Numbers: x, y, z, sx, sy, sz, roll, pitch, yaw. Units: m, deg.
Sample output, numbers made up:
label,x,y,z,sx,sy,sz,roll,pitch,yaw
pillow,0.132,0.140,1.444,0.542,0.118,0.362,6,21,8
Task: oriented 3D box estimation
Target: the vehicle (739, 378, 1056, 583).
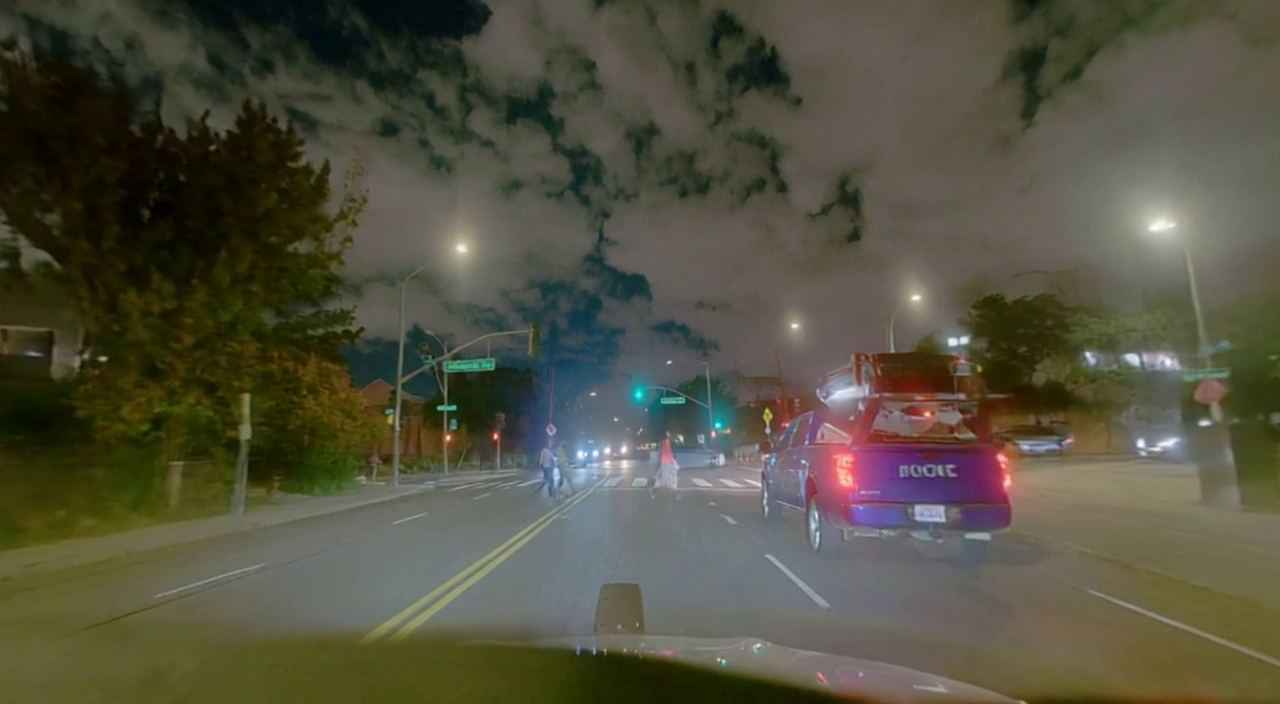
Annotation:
label,x,y,z,sx,sy,sz,roll,pitch,yaw
vehicle,2.982,1.673,9.053,2.177,2.015,5.463,0,-9,0
